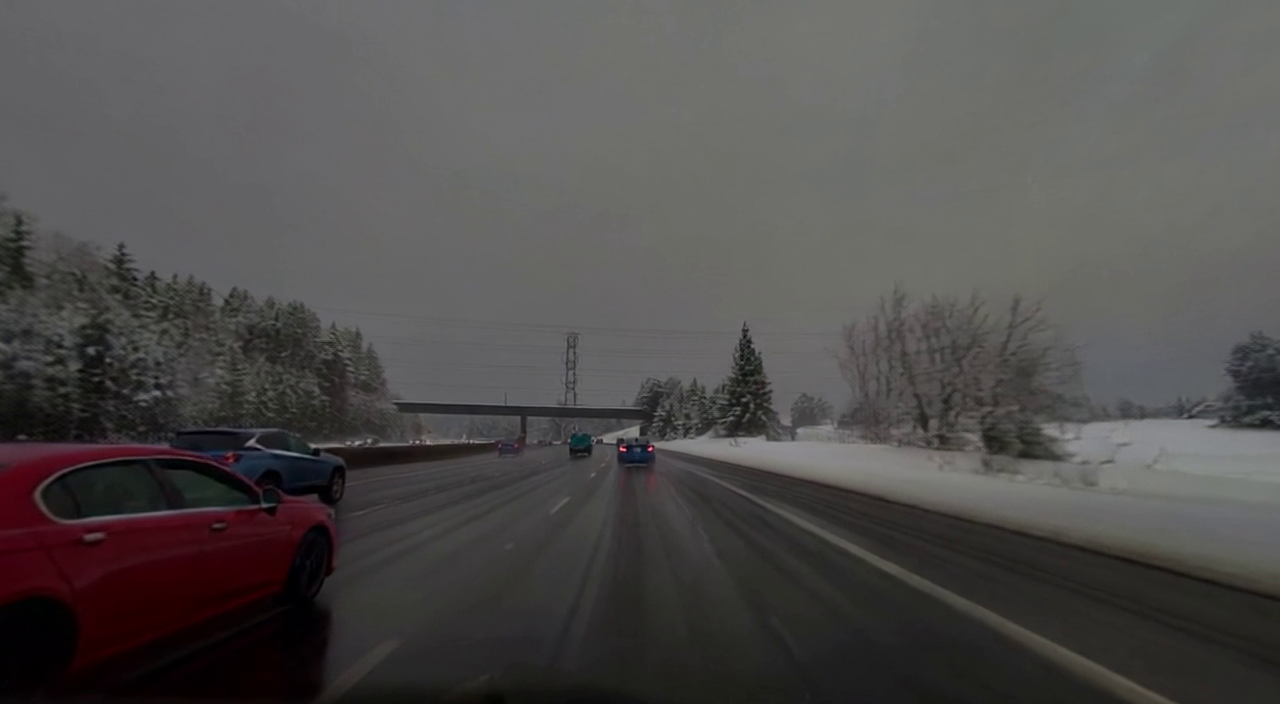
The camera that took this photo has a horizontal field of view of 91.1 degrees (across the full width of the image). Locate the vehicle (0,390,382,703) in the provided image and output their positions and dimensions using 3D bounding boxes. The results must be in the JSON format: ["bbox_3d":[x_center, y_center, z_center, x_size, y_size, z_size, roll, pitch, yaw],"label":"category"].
[{"bbox_3d":[-3.623,1.113,3.904,2.035,1.514,4.600,0,-8,1],"label":"vehicle"}]

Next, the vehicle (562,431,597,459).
[{"bbox_3d":[-4.031,6.237,42.135,2.174,1.806,3.932,0,-8,-3],"label":"vehicle"}]

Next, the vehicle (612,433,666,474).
[{"bbox_3d":[-0.106,3.927,24.548,1.954,1.460,3.983,0,-8,-2],"label":"vehicle"}]
